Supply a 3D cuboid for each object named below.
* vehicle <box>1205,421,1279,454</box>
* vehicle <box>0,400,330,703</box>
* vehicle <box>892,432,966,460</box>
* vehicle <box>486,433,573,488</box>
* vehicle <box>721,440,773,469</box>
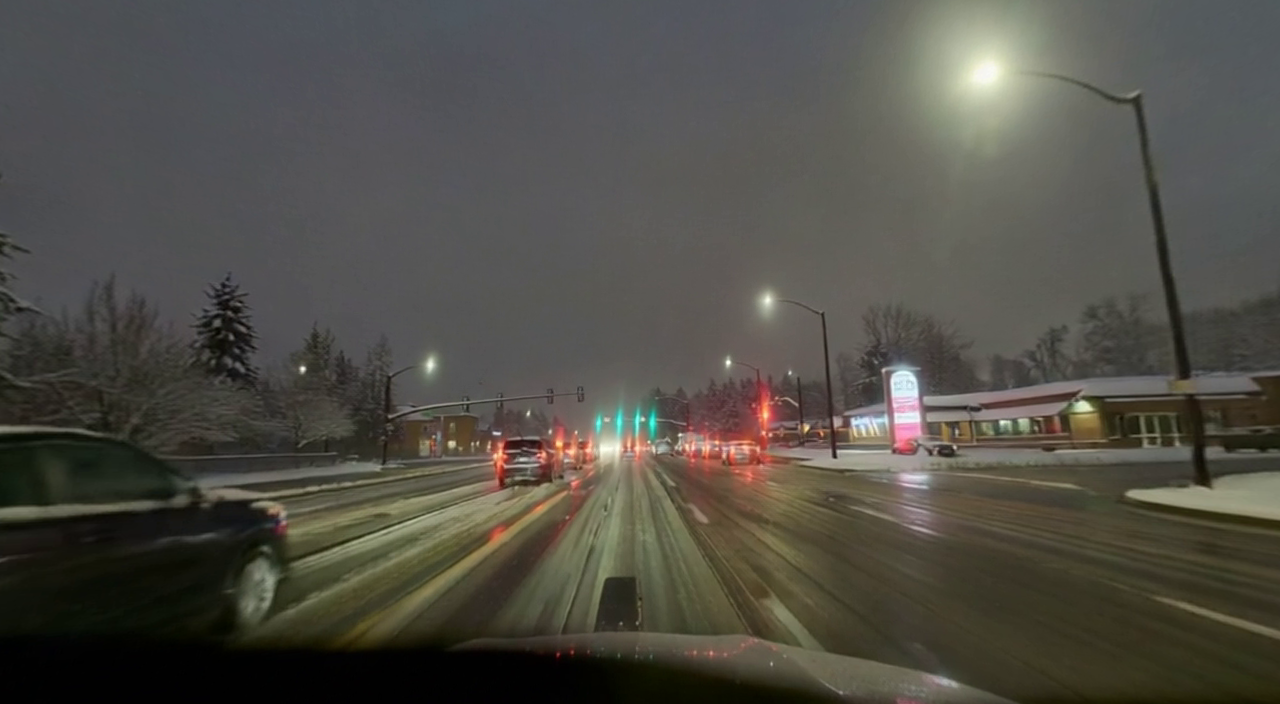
[{"bbox_3d":[30.707,4.141,30.803,4.181,1.491,1.706,-6,-10,23],"label":"vehicle"},{"bbox_3d":[-3.653,1.020,2.933,2.097,1.497,4.571,-1,-8,0],"label":"vehicle"},{"bbox_3d":[16.231,5.333,35.789,1.819,1.457,4.680,0,-8,-2],"label":"vehicle"},{"bbox_3d":[-3.630,3.667,21.617,2.143,1.643,4.336,-1,-8,1],"label":"vehicle"},{"bbox_3d":[5.755,5.558,34.504,2.017,1.453,4.497,-1,-8,-1],"label":"vehicle"}]
